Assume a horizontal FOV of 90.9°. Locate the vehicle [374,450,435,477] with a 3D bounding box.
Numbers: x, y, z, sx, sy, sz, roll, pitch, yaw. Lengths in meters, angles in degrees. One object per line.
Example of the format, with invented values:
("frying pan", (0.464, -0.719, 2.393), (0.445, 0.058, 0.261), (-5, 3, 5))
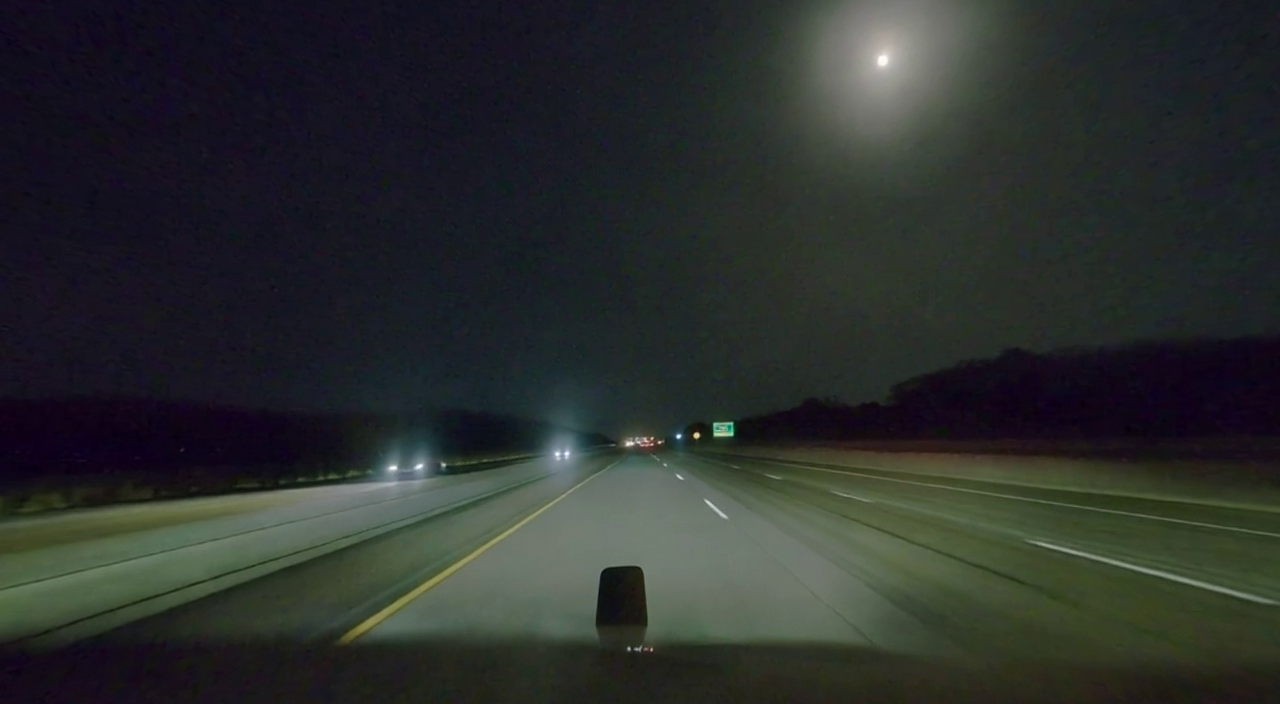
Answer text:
("vehicle", (-13.752, 6.525, 37.135), (1.847, 1.458, 4.352), (0, -8, 1))
